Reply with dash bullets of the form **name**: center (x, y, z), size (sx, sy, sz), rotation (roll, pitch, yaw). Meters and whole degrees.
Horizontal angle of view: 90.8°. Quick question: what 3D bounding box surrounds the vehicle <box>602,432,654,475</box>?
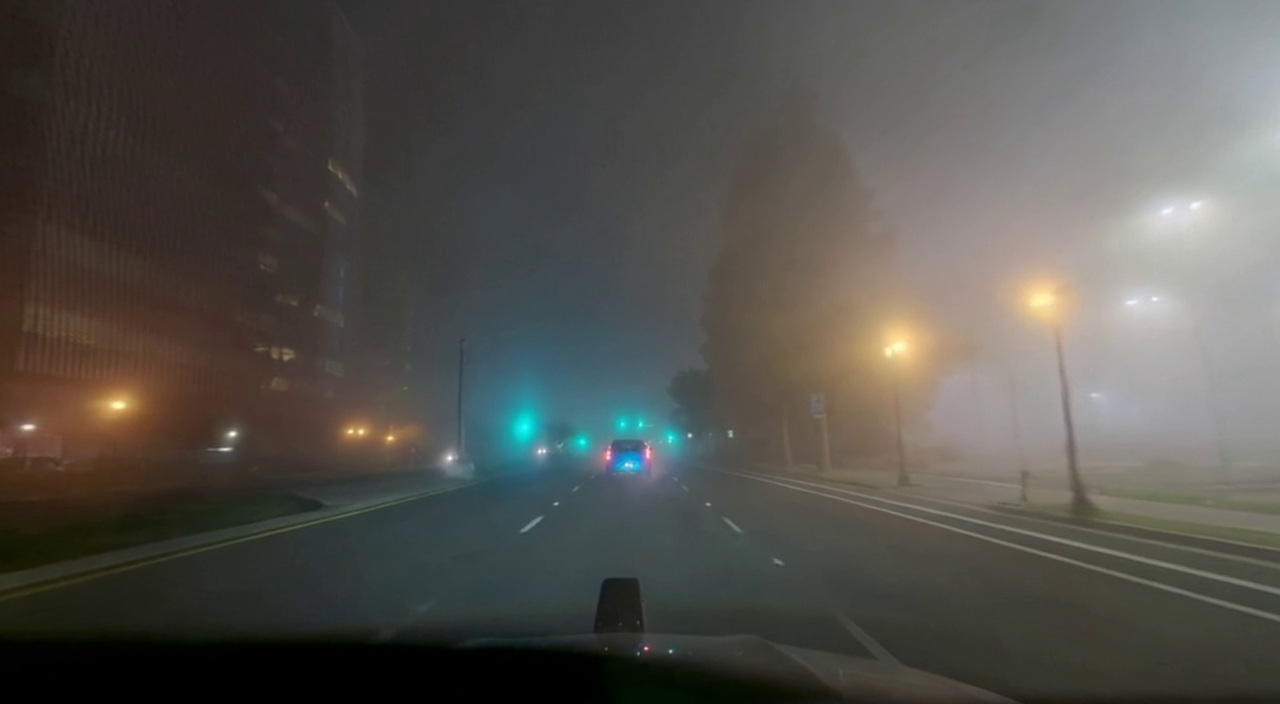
- **vehicle**: center (-0.539, 4.799, 30.033), size (2.313, 1.860, 4.319), rotation (0, -9, 0)
